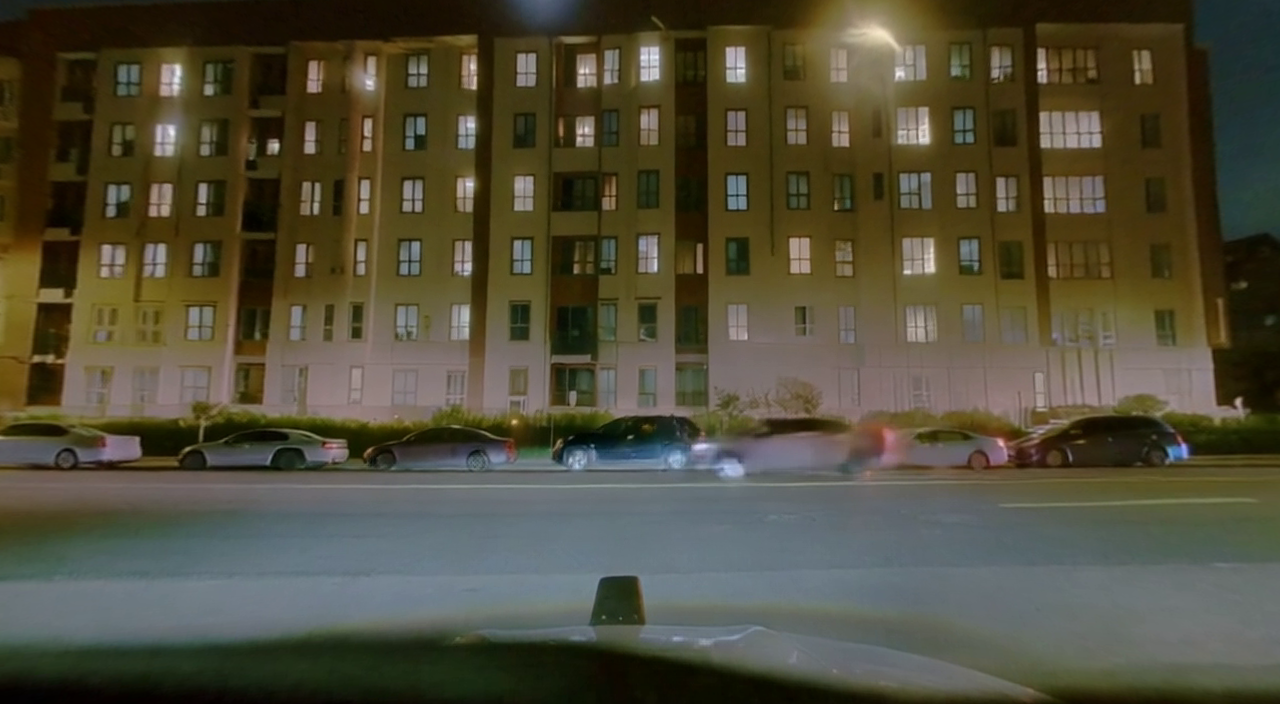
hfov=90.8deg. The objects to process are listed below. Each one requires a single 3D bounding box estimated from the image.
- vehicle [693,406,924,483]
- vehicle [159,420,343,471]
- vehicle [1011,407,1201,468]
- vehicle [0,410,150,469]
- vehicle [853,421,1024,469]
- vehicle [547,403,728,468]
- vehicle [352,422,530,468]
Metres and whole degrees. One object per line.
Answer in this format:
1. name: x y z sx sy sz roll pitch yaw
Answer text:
1. vehicle: 3.432 1.980 13.607 4.396 1.501 1.955 0 -8 -1
2. vehicle: -11.623 2.826 19.147 4.336 1.438 1.776 1 -8 -4
3. vehicle: 14.835 2.708 20.317 4.544 1.780 1.966 -1 -5 -1
4. vehicle: -17.691 2.610 18.831 4.426 1.641 1.889 0 -8 -5
5. vehicle: 9.268 2.876 19.815 4.521 1.411 1.726 1 -6 -4
6. vehicle: -0.134 2.630 19.613 5.299 1.860 2.098 1 -10 -5
7. vehicle: -5.958 2.873 19.380 4.851 1.339 1.785 0 -10 -3
